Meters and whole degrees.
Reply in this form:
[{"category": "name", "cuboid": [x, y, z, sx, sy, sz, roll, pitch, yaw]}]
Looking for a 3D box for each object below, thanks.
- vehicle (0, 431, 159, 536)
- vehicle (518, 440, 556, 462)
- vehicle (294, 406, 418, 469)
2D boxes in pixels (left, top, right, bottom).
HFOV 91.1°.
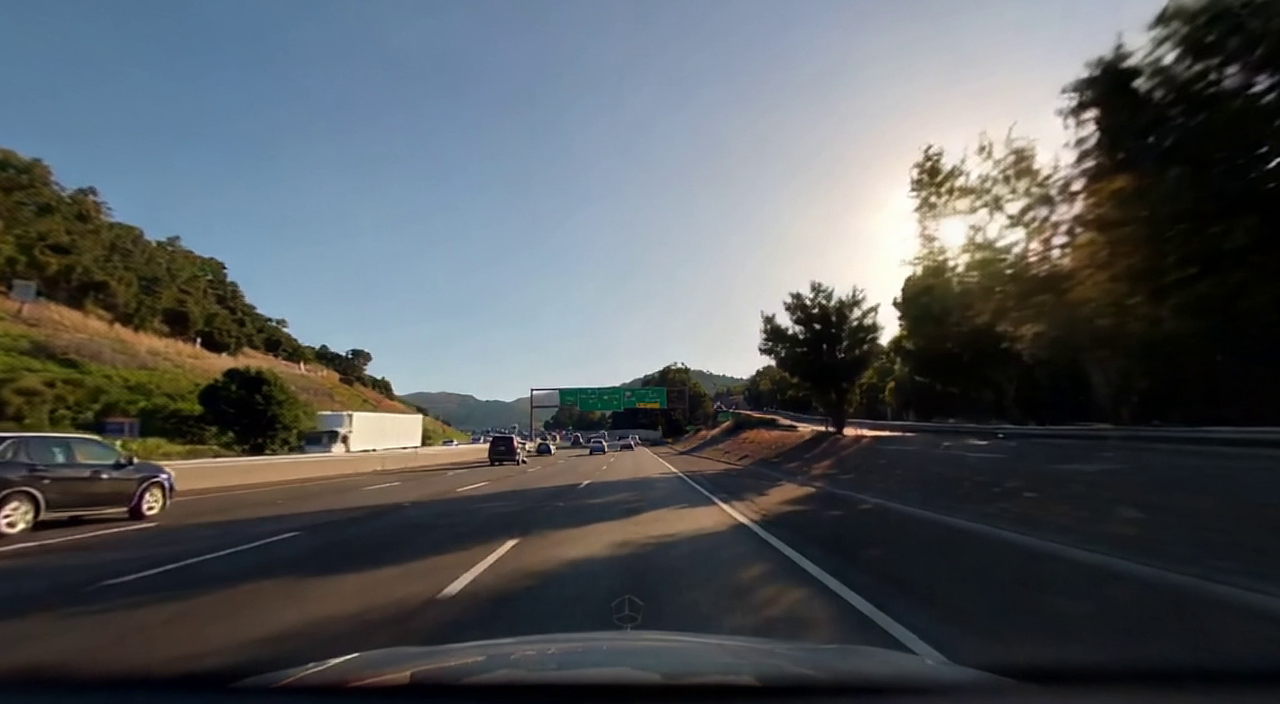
[{"category": "vehicle", "cuboid": [-11.003, 2.199, 10.689, 2.001, 1.625, 4.528, 0, -9, 0]}, {"category": "vehicle", "cuboid": [-7.560, 7.339, 46.563, 2.113, 1.507, 4.450, 0, -9, 0]}, {"category": "vehicle", "cuboid": [-18.216, 5.739, 41.584, 3.018, 3.568, 11.385, 0, -9, -1]}]
